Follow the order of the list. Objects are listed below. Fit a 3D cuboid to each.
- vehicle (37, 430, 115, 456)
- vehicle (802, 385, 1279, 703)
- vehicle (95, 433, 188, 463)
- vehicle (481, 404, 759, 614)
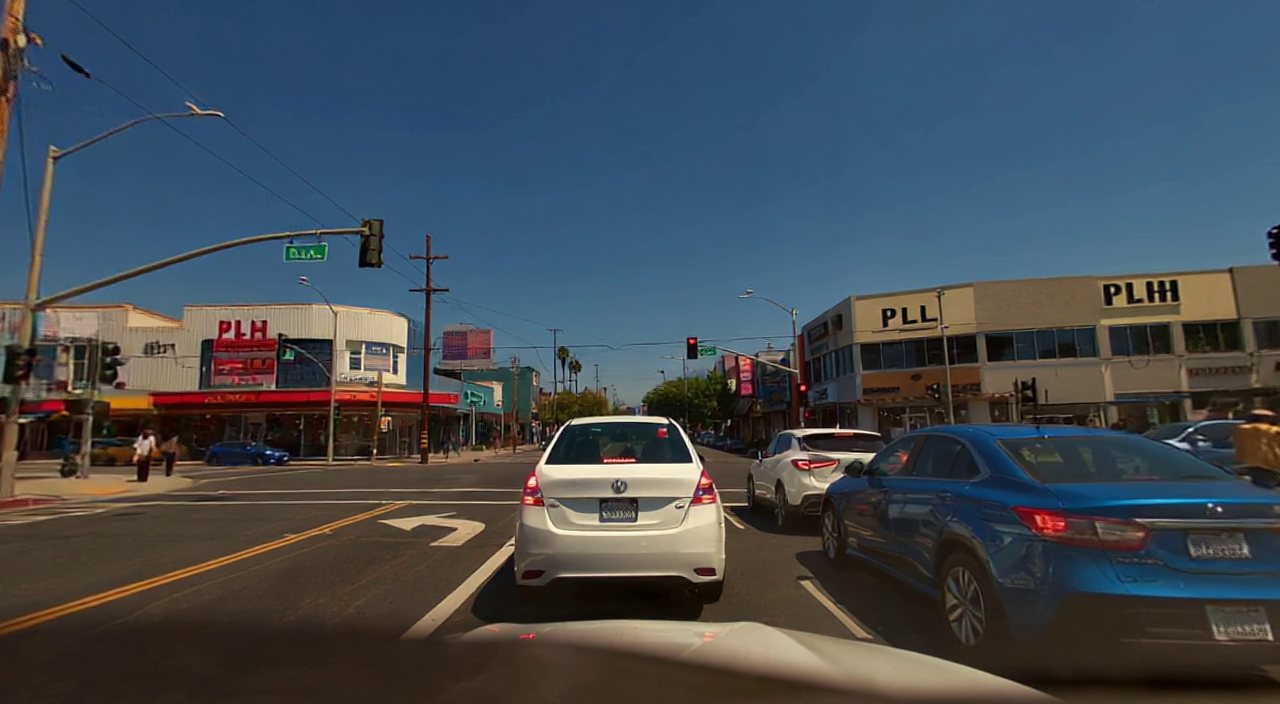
[{"bbox_3d":[-40.341,6.536,45.209,5.003,1.799,2.066,-4,-9,23],"label":"vehicle"},{"bbox_3d":[3.018,1.314,5.444,1.983,1.654,4.354,0,-8,-1],"label":"vehicle"},{"bbox_3d":[-27.587,5.312,34.950,4.253,1.570,2.132,-4,-9,23],"label":"vehicle"},{"bbox_3d":[-0.149,1.550,7.253,2.123,1.589,4.702,0,-8,0],"label":"vehicle"}]
